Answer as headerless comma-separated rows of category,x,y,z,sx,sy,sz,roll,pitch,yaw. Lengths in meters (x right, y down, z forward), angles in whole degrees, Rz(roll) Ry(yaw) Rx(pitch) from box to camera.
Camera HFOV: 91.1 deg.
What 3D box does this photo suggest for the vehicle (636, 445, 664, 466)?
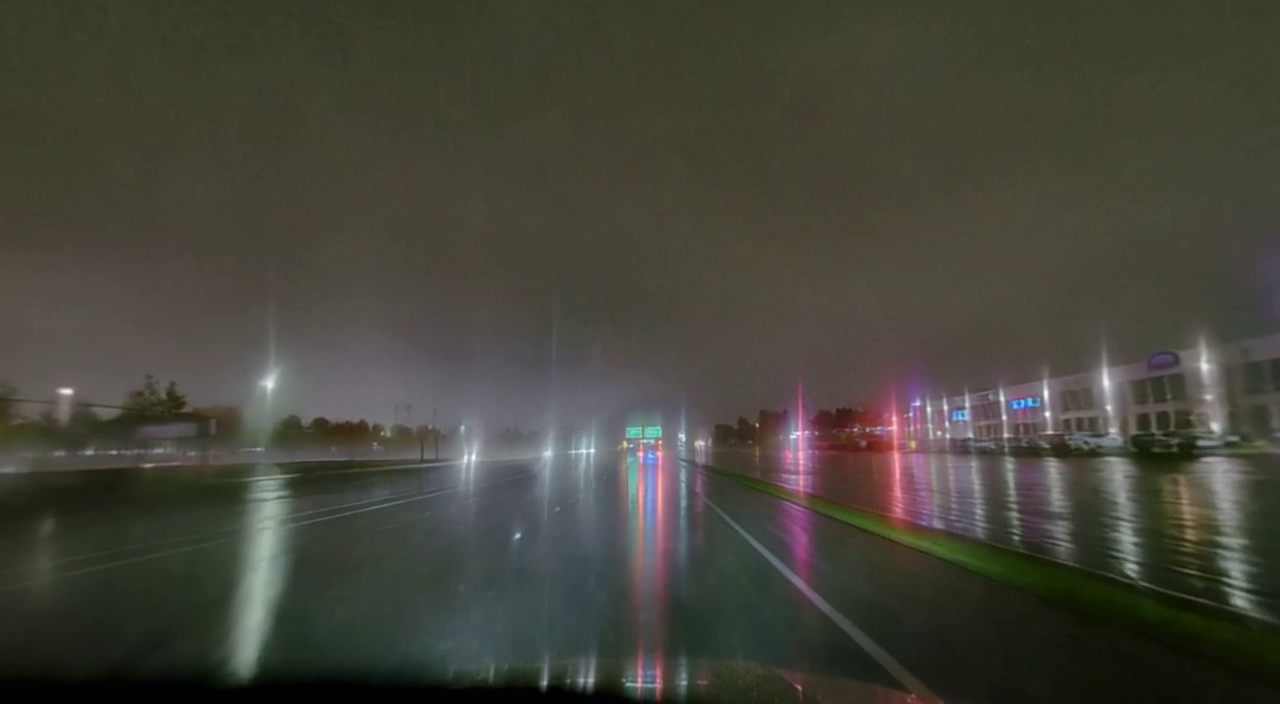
vehicle,0.739,7.874,47.981,2.014,1.507,3.960,0,-9,1
